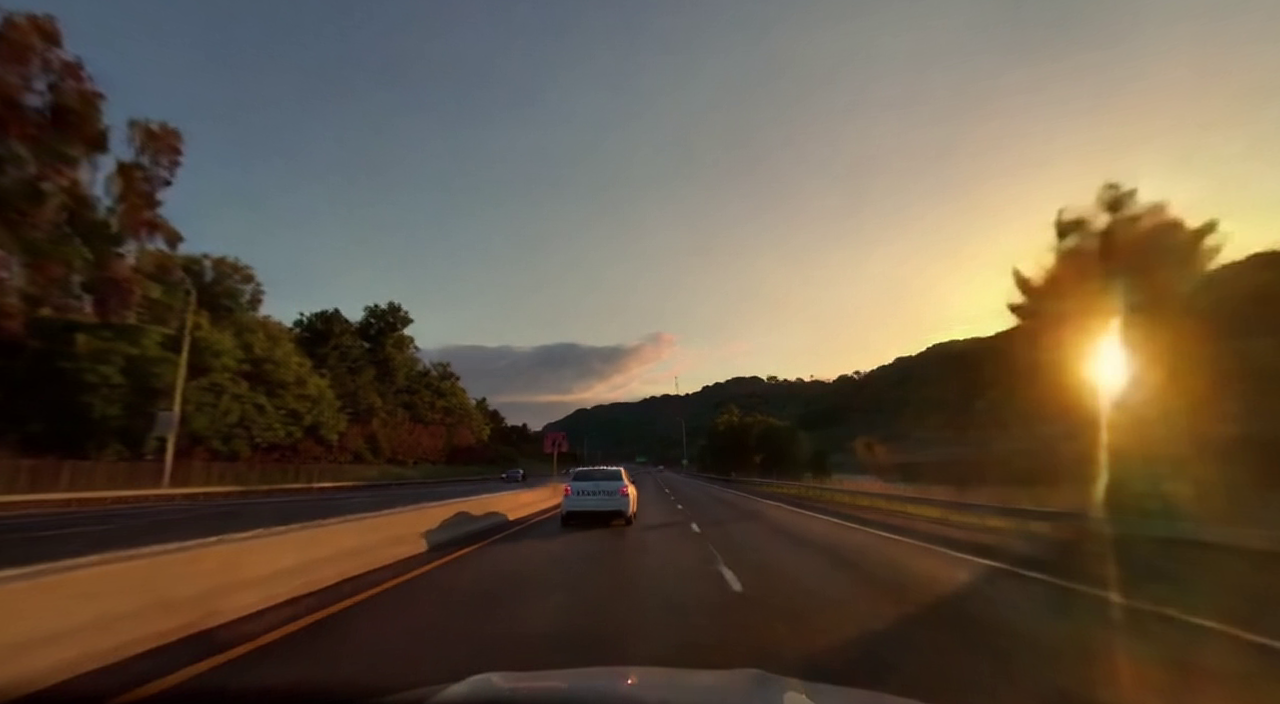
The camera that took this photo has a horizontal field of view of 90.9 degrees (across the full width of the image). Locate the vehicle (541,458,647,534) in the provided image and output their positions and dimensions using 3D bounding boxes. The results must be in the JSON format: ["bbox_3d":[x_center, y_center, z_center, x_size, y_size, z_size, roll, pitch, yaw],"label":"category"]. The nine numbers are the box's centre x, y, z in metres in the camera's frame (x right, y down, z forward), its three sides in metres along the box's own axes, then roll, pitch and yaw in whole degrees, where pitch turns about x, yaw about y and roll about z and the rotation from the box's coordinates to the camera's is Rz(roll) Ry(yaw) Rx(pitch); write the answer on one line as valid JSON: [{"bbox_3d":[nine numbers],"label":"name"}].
[{"bbox_3d":[-0.920,3.446,15.631,2.135,1.506,5.041,1,-10,1],"label":"vehicle"}]
